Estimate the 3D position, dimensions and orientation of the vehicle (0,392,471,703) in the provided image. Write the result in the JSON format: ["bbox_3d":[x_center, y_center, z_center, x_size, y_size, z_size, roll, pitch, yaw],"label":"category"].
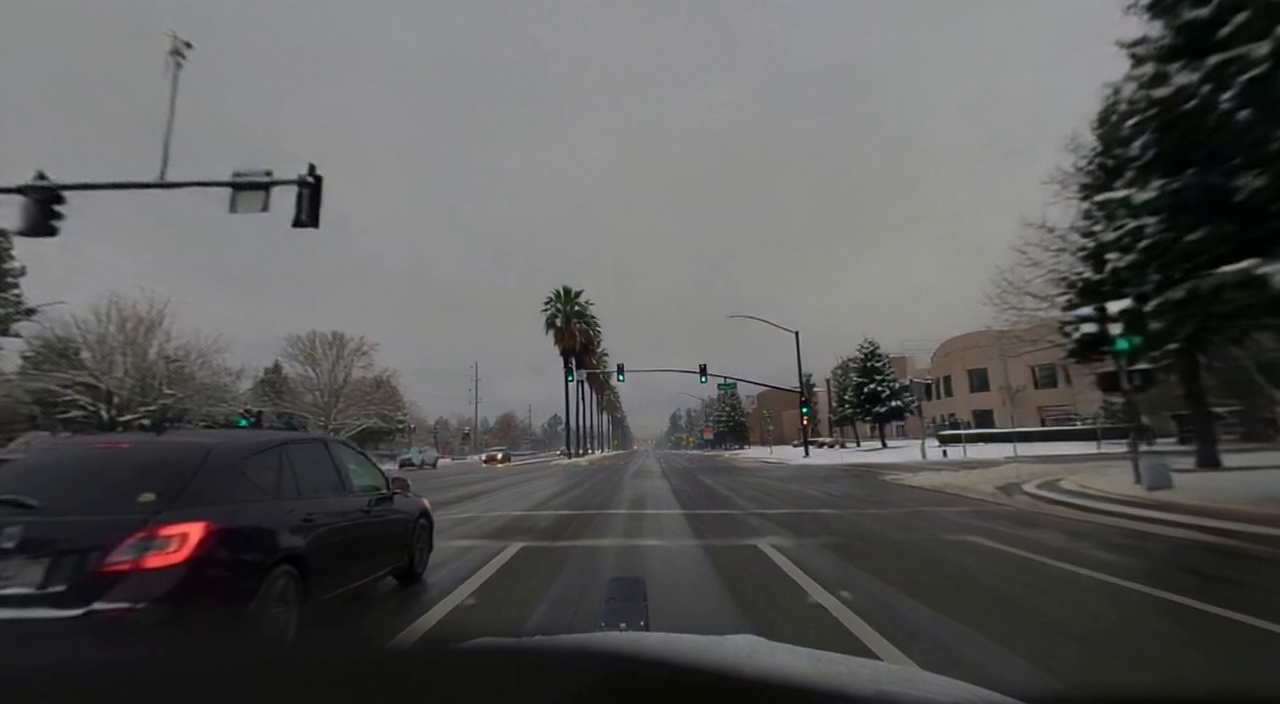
[{"bbox_3d":[-3.081,1.278,4.825,2.162,1.549,4.795,0,-8,1],"label":"vehicle"}]
